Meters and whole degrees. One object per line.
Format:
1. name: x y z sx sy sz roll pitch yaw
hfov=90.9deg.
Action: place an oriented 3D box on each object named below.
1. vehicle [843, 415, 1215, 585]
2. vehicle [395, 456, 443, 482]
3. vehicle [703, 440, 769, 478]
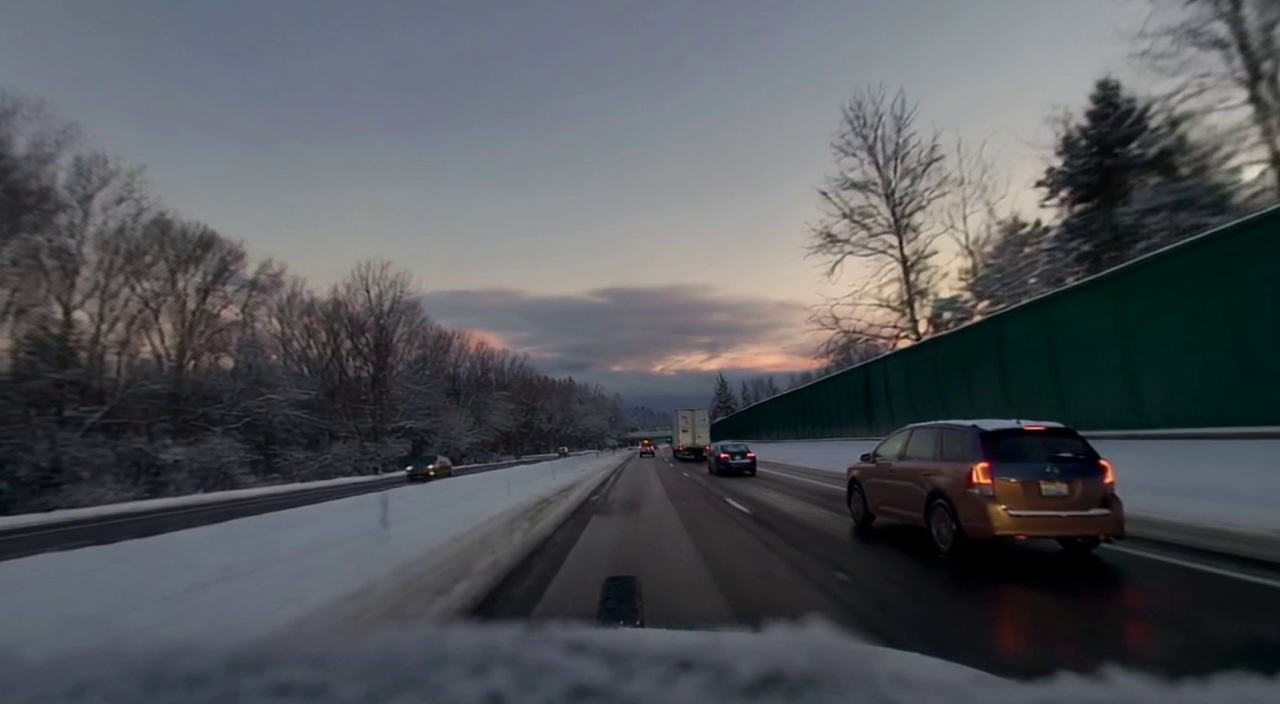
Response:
1. vehicle: 4.234 1.649 7.835 1.940 1.539 4.005 1 -8 -2
2. vehicle: -13.588 7.187 38.932 1.777 1.465 3.889 1 -8 -4
3. vehicle: 4.010 4.523 27.027 2.000 1.473 4.440 1 -8 -2
